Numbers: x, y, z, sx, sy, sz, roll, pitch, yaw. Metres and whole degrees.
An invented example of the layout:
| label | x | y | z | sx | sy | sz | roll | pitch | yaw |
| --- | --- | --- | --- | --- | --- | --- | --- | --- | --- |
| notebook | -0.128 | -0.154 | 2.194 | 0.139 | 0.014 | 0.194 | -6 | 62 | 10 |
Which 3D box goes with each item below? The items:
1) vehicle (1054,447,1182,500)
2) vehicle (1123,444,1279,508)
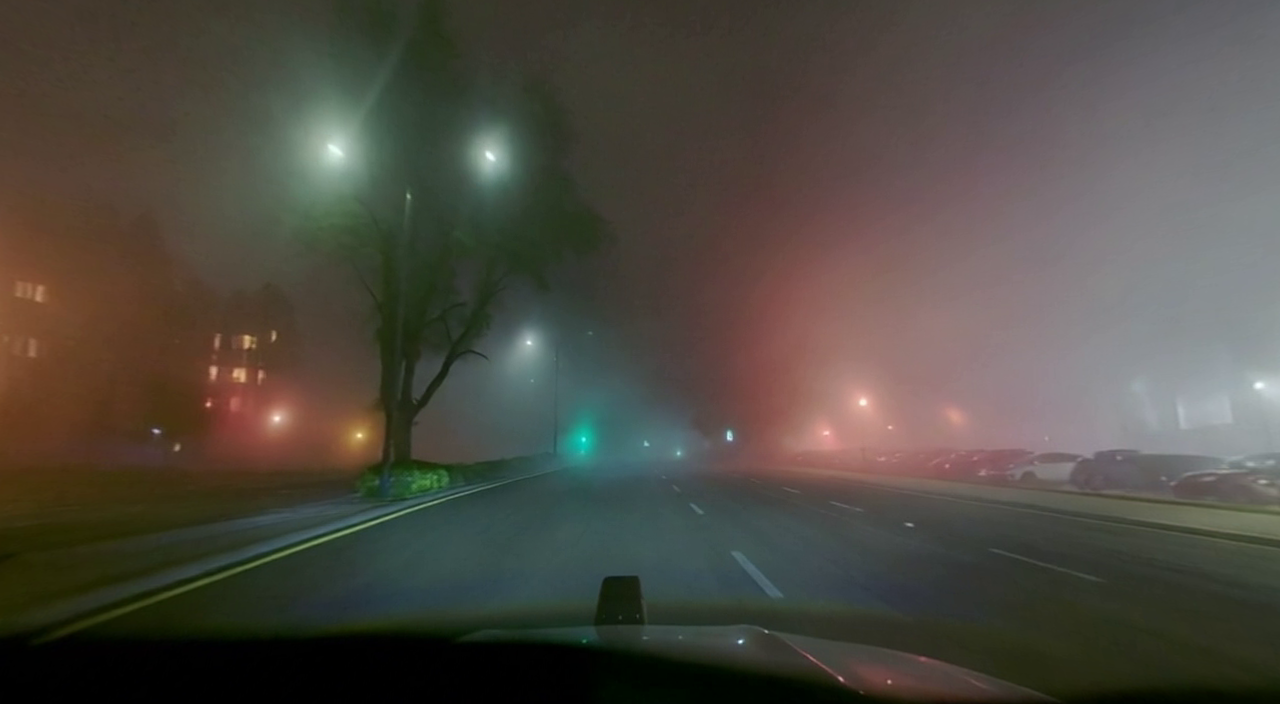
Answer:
| label | x | y | z | sx | sy | sz | roll | pitch | yaw |
| --- | --- | --- | --- | --- | --- | --- | --- | --- | --- |
| vehicle | 16.676 | 4.137 | 22.004 | 4.375 | 1.652 | 1.983 | 5 | -10 | -32 |
| vehicle | 17.170 | 3.679 | 19.192 | 4.669 | 1.676 | 2.192 | 5 | -11 | -30 |
